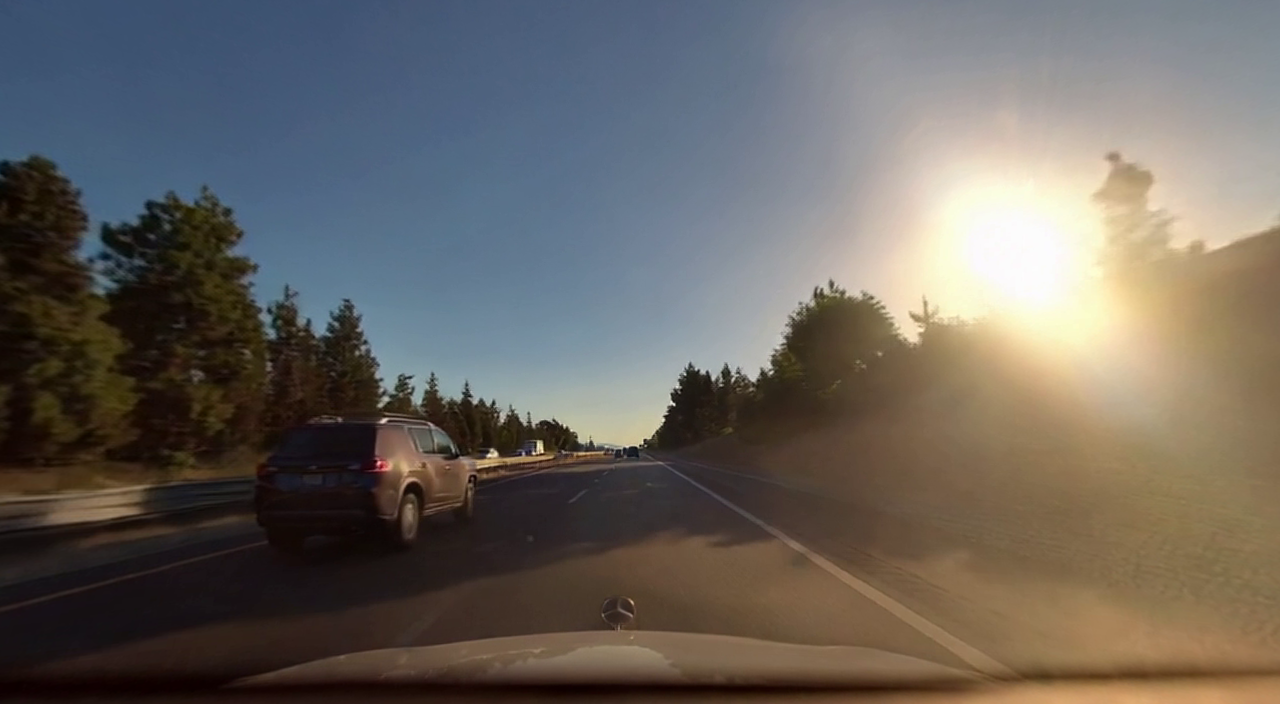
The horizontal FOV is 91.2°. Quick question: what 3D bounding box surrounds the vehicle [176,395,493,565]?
[{"bbox_3d":[-3.793,1.720,9.011,2.292,1.802,4.481,0,-9,0],"label":"vehicle"}]
